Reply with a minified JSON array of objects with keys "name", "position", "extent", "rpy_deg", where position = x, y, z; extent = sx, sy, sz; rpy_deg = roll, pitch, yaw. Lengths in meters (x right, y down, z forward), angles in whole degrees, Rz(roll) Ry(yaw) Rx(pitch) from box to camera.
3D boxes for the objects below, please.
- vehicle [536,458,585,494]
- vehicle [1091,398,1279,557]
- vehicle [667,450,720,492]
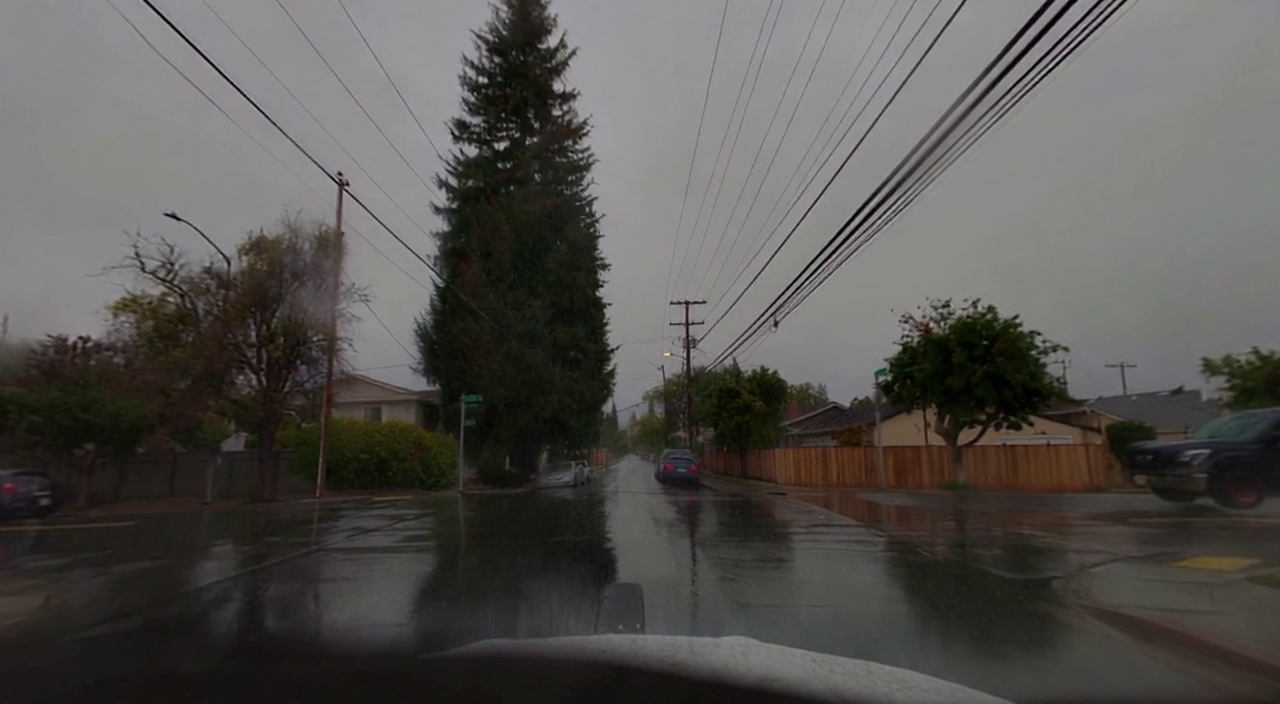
[{"name":"vehicle","position":[-4.298,6.796,34.987],"extent":[2.189,1.771,4.571],"rpy_deg":[0,-9,-1]},{"name":"vehicle","position":[9.678,1.690,8.947],"extent":[4.677,1.949,2.334],"rpy_deg":[-1,-8,3]},{"name":"vehicle","position":[2.571,5.850,31.443],"extent":[2.051,1.874,4.459],"rpy_deg":[0,-8,-3]}]
